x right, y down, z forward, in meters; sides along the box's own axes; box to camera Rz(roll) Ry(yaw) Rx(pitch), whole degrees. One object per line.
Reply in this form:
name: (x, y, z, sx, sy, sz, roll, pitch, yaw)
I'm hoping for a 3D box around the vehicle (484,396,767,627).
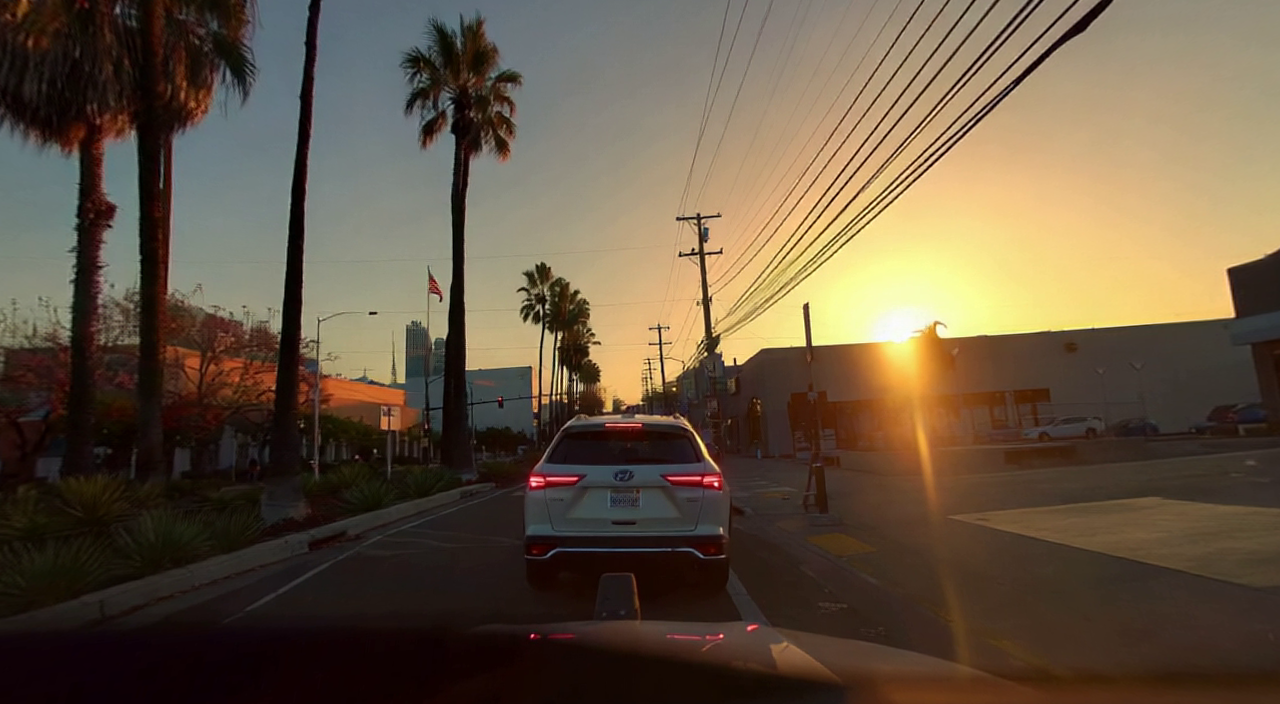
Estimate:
vehicle: (-0.191, 1.457, 6.675, 2.105, 1.702, 3.750, 0, -8, -3)
